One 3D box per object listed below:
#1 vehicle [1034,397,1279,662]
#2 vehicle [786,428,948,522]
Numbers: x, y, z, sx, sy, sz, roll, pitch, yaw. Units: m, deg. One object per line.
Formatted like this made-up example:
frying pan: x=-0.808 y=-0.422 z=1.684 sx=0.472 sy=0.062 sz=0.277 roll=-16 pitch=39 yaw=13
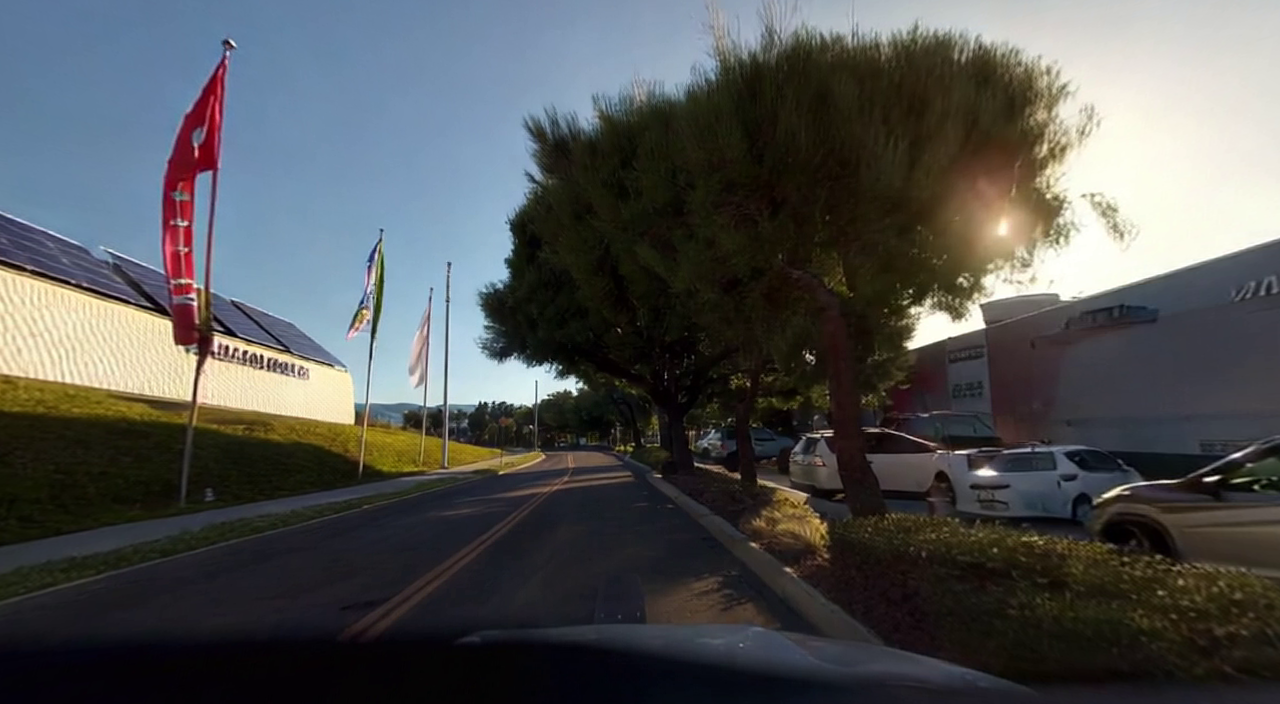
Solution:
vehicle: x=5.995 y=1.308 z=4.709 sx=2.113 sy=1.945 sz=4.546 roll=5 pitch=-10 yaw=-29
vehicle: x=5.084 y=2.804 z=14.850 sx=1.977 sy=1.860 sz=4.237 roll=0 pitch=-9 yaw=-4
